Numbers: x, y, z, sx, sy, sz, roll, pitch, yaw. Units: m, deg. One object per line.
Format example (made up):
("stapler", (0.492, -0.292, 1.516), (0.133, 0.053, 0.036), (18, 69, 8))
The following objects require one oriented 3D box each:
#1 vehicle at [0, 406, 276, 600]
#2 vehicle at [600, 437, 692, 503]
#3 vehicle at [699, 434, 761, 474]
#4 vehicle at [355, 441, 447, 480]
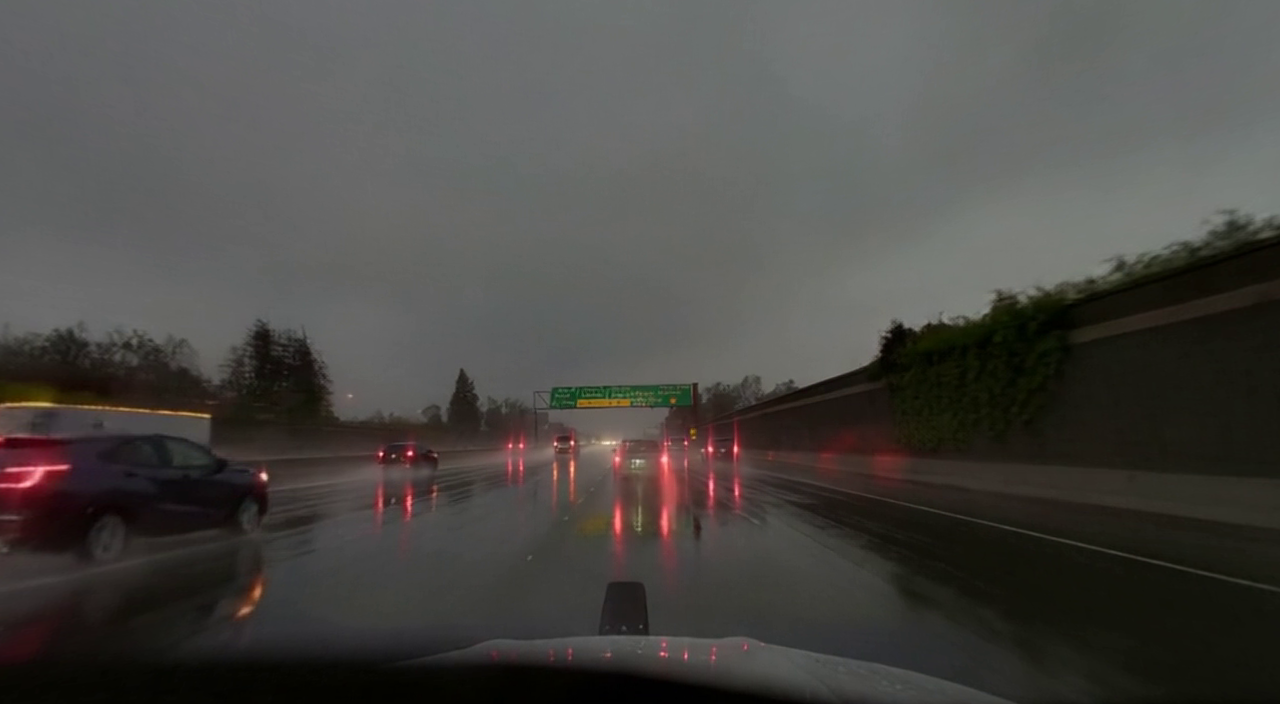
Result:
("vehicle", (-6.607, 1.608, 7.487), (2.060, 1.669, 4.242), (0, -8, -1))
("vehicle", (0.086, 2.951, 16.234), (2.042, 1.446, 4.269), (0, -8, -1))
("vehicle", (4.106, 4.752, 29.548), (2.100, 1.707, 4.342), (0, -8, -2))
("vehicle", (-10.140, 4.615, 27.243), (2.019, 1.510, 4.992), (0, -8, 0))
